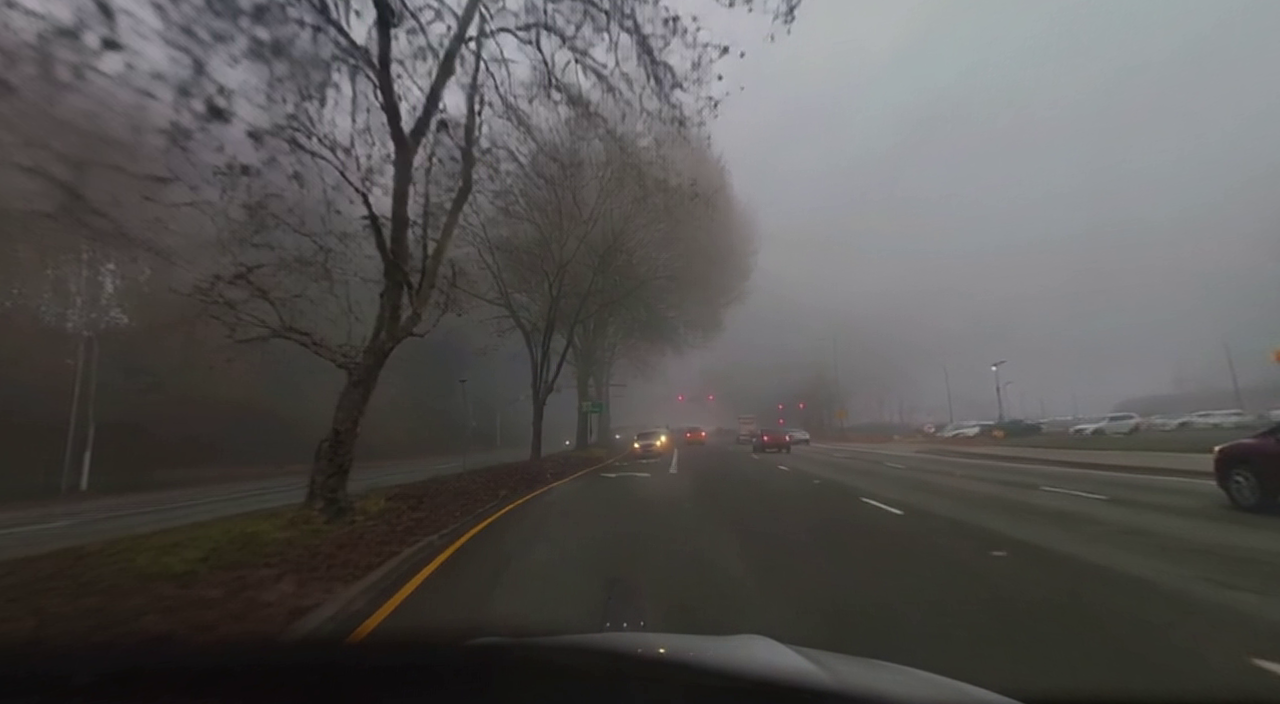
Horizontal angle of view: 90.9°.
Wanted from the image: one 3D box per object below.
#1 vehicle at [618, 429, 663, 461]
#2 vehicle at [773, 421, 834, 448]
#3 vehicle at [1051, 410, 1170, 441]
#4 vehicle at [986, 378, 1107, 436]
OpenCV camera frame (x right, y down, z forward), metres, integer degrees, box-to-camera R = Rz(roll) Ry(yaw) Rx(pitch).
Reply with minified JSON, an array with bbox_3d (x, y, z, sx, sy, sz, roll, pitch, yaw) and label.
[{"bbox_3d":[0.100,4.691,31.769,2.032,1.461,4.173,-1,-9,3],"label":"vehicle"},{"bbox_3d":[10.605,5.444,41.221,1.991,1.695,4.357,2,-9,-14],"label":"vehicle"},{"bbox_3d":[24.182,3.861,32.614,1.784,1.472,4.532,3,-9,-23],"label":"vehicle"},{"bbox_3d":[27.735,3.829,42.981,7.827,3.570,3.121,5,-7,-25],"label":"vehicle"}]
